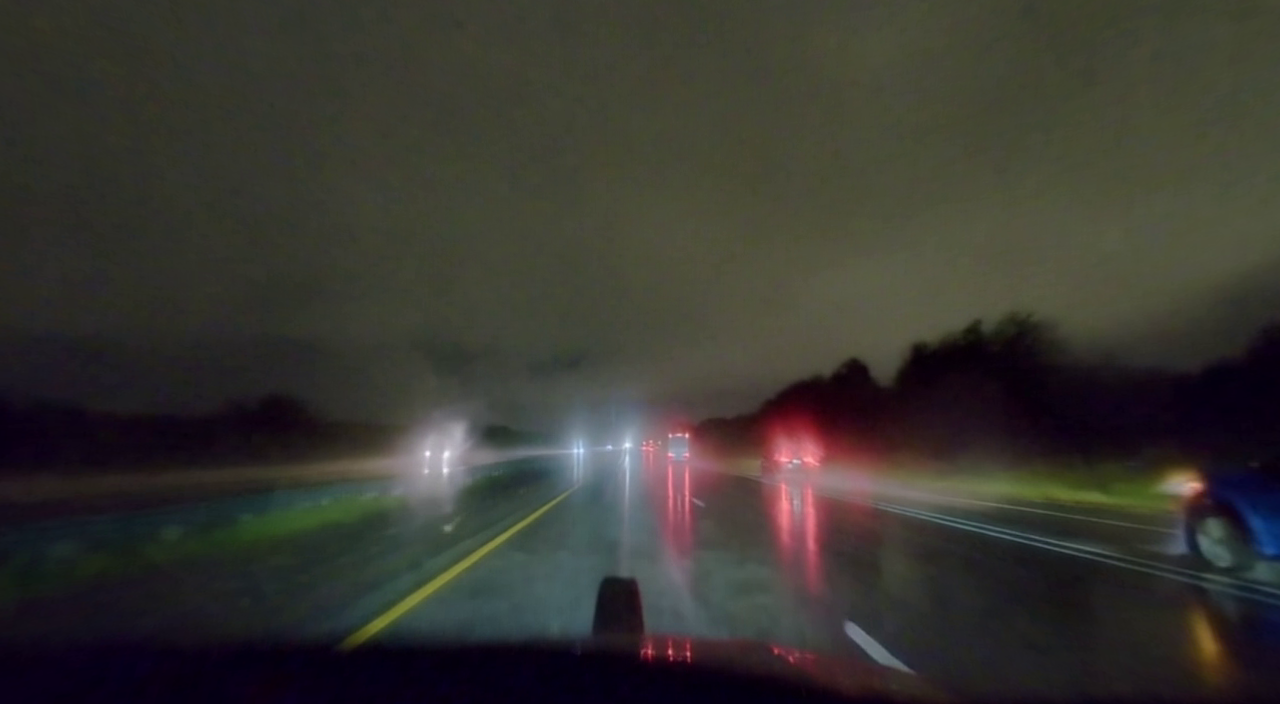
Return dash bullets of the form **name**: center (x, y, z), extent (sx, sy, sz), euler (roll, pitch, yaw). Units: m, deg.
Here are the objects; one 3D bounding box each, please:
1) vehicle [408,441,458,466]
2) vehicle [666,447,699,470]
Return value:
- **vehicle**: center (-14.524, 7.139, 44.320), extent (2.038, 1.644, 4.230), euler (0, -9, 0)
- **vehicle**: center (2.882, 7.339, 43.414), extent (1.836, 1.459, 3.766), euler (0, -9, -2)
